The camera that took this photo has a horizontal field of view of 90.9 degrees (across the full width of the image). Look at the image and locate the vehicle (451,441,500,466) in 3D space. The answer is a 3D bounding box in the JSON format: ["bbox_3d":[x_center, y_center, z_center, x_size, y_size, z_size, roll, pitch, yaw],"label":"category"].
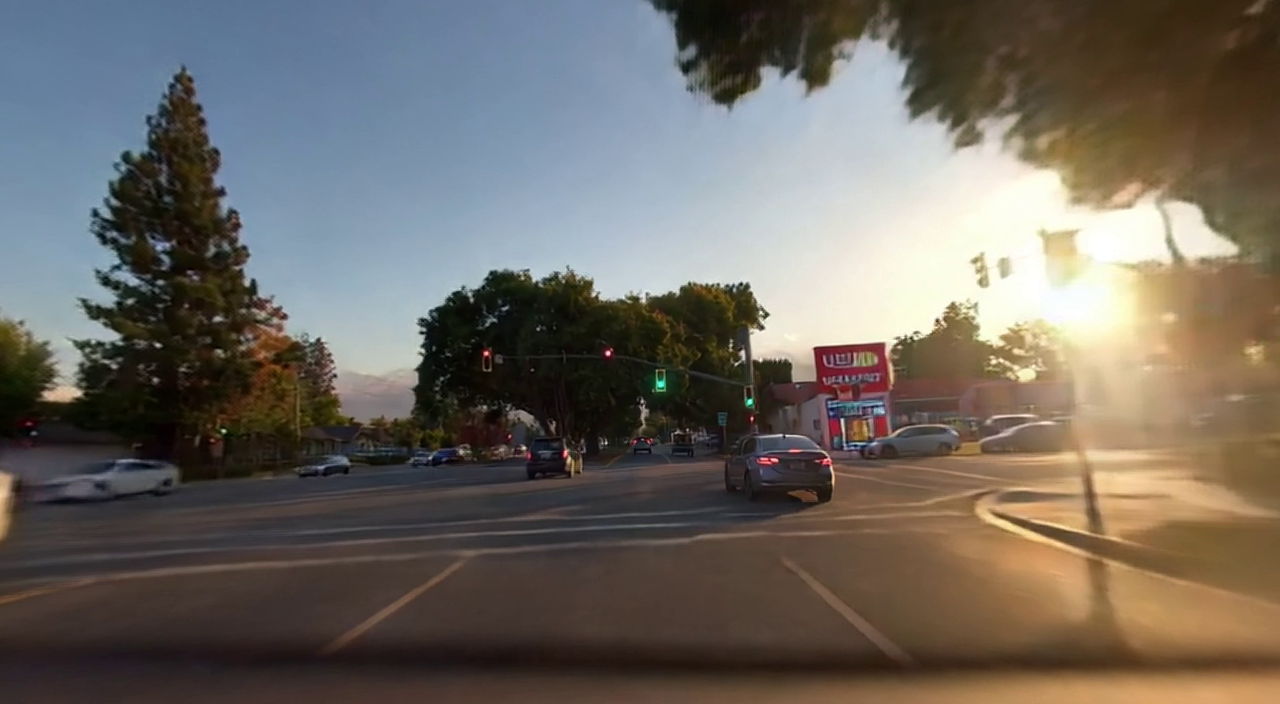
[{"bbox_3d":[-11.431,7.074,44.067,2.091,1.644,4.645,0,-8,1],"label":"vehicle"}]

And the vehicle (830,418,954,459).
[{"bbox_3d":[12.477,4.330,31.502,5.156,1.917,2.308,0,-8,2],"label":"vehicle"}]

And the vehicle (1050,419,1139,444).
[{"bbox_3d":[29.700,5.210,41.272,4.550,1.467,1.843,0,-8,-7],"label":"vehicle"}]

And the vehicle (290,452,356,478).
[{"bbox_3d":[-21.933,7.823,43.791,2.061,1.643,4.614,0,-8,2],"label":"vehicle"}]

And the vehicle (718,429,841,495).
[{"bbox_3d":[3.451,2.827,16.640,2.095,1.475,4.686,0,-8,-1],"label":"vehicle"}]

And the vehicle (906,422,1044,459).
[{"bbox_3d":[14.324,3.814,27.127,4.776,1.486,2.138,1,-8,-5],"label":"vehicle"}]

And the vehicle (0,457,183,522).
[{"bbox_3d":[-15.568,3.718,17.608,2.011,1.450,4.679,0,-8,1],"label":"vehicle"}]

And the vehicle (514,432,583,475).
[{"bbox_3d":[-3.821,4.338,27.151,2.250,1.713,4.422,0,-8,1],"label":"vehicle"}]

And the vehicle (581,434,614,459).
[{"bbox_3d":[-3.252,7.366,49.249,2.126,1.810,4.414,0,-8,1],"label":"vehicle"}]
